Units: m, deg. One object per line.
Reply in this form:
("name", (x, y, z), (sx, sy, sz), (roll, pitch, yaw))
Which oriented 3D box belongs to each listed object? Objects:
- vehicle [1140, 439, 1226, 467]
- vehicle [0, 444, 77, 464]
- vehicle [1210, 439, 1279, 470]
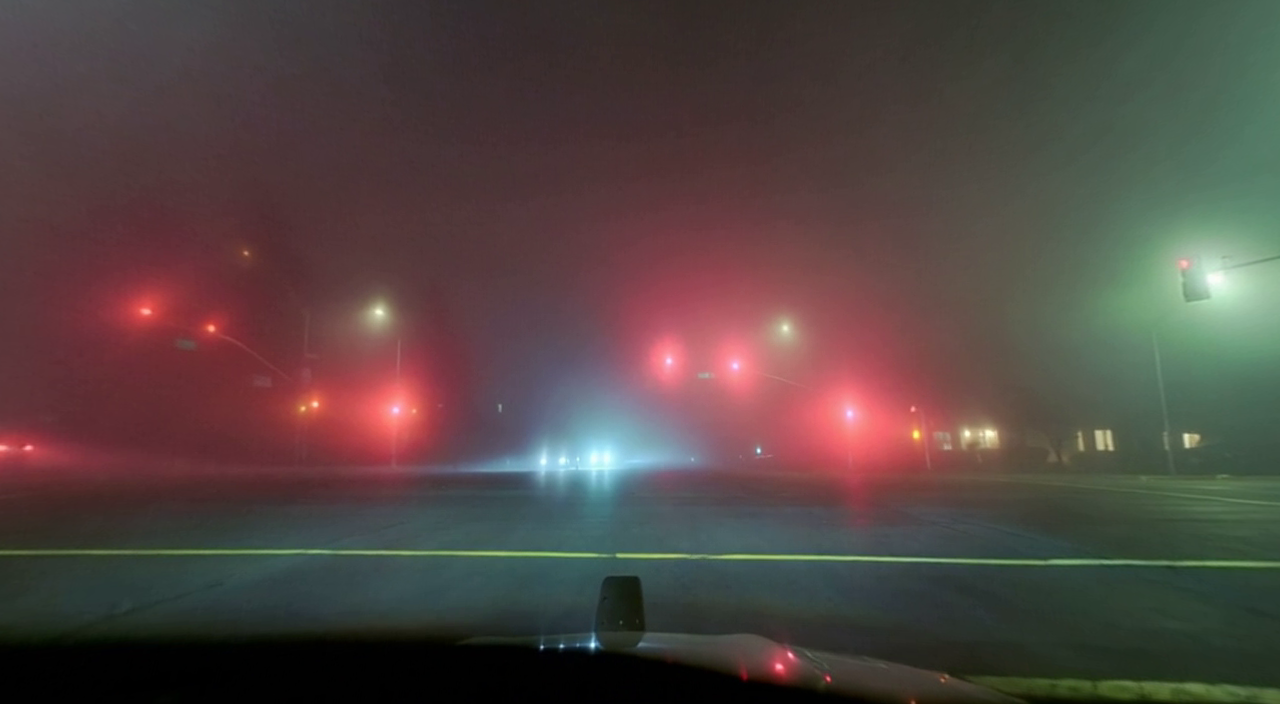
("vehicle", (36.794, 6.852, 42.981), (1.853, 1.723, 4.460), (0, -9, 0))
("vehicle", (-44.257, 7.490, 46.479), (3.949, 1.422, 1.744), (0, -9, 2))
("vehicle", (37.603, 6.148, 38.009), (1.915, 1.773, 4.499), (1, -9, -9))
